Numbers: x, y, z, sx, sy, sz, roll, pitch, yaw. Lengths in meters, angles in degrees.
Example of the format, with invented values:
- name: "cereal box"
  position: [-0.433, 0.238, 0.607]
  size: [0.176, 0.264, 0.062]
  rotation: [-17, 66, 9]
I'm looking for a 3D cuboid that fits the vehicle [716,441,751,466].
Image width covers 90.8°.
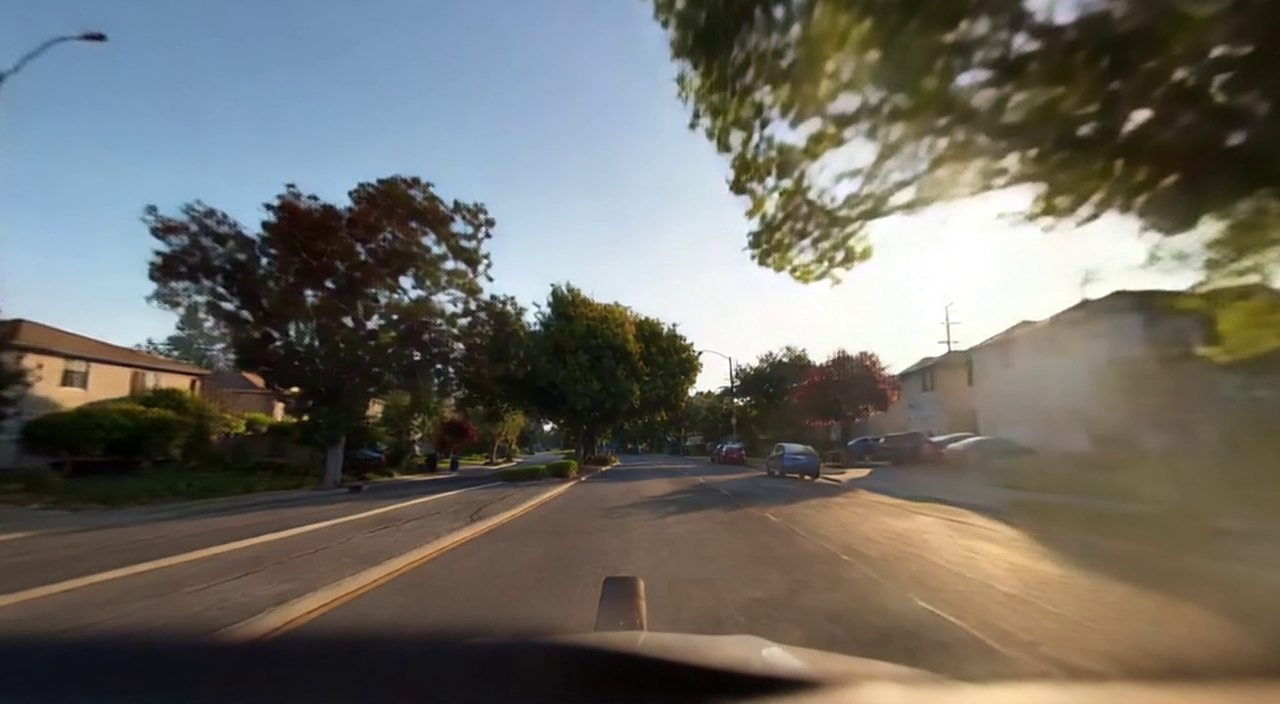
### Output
- name: "vehicle"
  position: [6.918, 7.575, 47.244]
  size: [1.996, 1.745, 4.556]
  rotation: [-1, -8, 2]

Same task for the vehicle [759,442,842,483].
- name: "vehicle"
  position: [6.524, 4.537, 26.337]
  size: [2.042, 1.511, 5.029]
  rotation: [0, -8, -2]

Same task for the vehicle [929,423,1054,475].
- name: "vehicle"
  position: [13.358, 3.759, 24.443]
  size: [1.978, 1.738, 4.734]
  rotation: [-2, -9, -1]

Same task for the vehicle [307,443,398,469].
- name: "vehicle"
  position: [-21.128, 7.660, 46.563]
  size: [5.659, 1.769, 2.073]
  rotation: [0, -8, -2]
